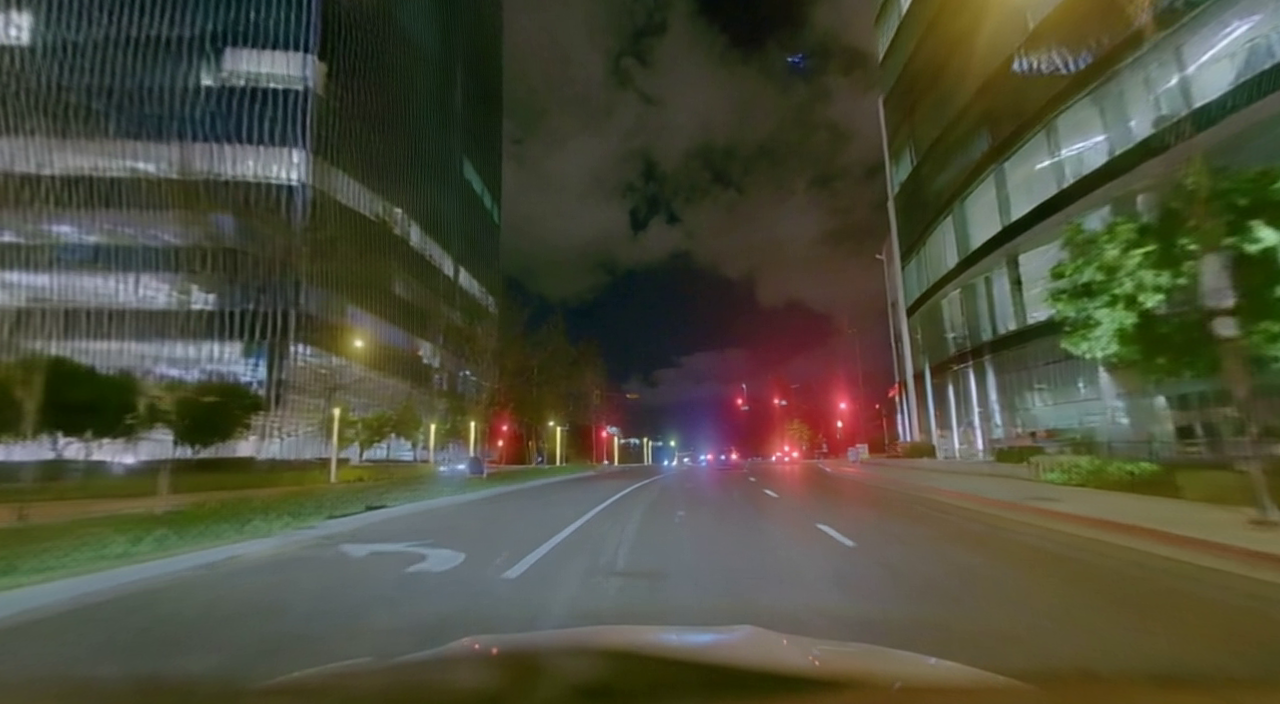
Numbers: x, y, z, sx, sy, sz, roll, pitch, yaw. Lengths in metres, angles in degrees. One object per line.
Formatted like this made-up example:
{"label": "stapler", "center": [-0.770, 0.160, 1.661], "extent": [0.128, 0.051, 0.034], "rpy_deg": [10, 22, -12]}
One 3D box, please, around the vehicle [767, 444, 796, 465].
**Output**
{"label": "vehicle", "center": [10.428, 7.525, 46.403], "extent": [1.916, 1.492, 3.911], "rpy_deg": [-2, -9, 13]}

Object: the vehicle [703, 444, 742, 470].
{"label": "vehicle", "center": [5.136, 6.408, 38.726], "extent": [2.127, 1.497, 4.020], "rpy_deg": [-2, -9, 11]}

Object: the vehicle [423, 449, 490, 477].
{"label": "vehicle", "center": [-11.351, 6.908, 39.373], "extent": [1.926, 1.619, 4.649], "rpy_deg": [-2, -9, 13]}
